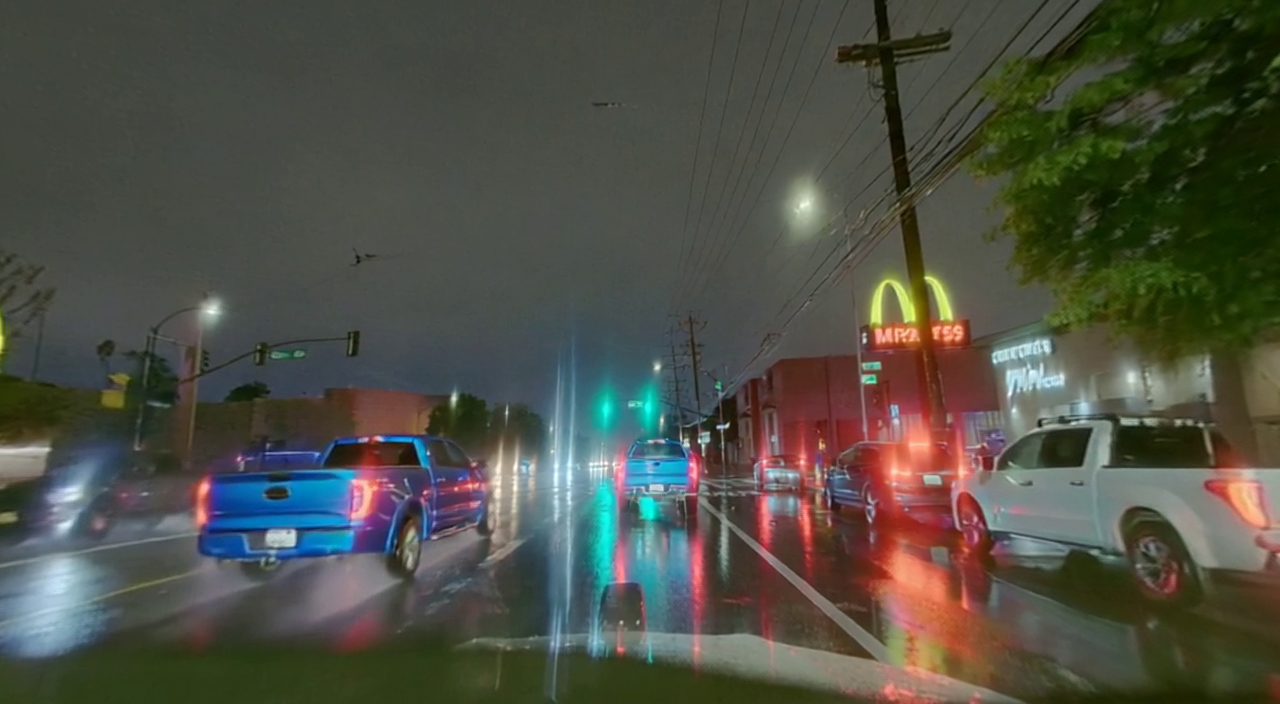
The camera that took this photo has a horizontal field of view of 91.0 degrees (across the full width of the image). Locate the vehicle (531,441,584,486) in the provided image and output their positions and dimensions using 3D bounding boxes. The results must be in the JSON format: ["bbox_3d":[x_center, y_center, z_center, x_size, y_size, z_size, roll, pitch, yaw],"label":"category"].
[{"bbox_3d":[-5.766,7.941,45.316,2.619,2.948,7.193,0,-9,2],"label":"vehicle"}]

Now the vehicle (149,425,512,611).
[{"bbox_3d":[-3.141,1.772,7.770,1.995,1.554,4.618,0,-9,2],"label":"vehicle"}]

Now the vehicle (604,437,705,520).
[{"bbox_3d":[0.537,3.027,15.701,2.089,1.699,4.650,-1,-9,6],"label":"vehicle"}]

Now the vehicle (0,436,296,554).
[{"bbox_3d":[-9.097,2.585,12.220,2.040,1.786,4.772,0,-9,1],"label":"vehicle"}]

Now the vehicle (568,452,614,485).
[{"bbox_3d":[-2.847,6.979,37.950,2.140,1.768,5.092,0,-9,3],"label":"vehicle"}]

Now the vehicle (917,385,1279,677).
[{"bbox_3d":[4.905,1.469,6.368,2.007,1.786,4.870,0,-9,0],"label":"vehicle"}]

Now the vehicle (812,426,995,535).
[{"bbox_3d":[5.118,2.536,13.054,1.974,1.823,4.576,0,-9,3],"label":"vehicle"}]
